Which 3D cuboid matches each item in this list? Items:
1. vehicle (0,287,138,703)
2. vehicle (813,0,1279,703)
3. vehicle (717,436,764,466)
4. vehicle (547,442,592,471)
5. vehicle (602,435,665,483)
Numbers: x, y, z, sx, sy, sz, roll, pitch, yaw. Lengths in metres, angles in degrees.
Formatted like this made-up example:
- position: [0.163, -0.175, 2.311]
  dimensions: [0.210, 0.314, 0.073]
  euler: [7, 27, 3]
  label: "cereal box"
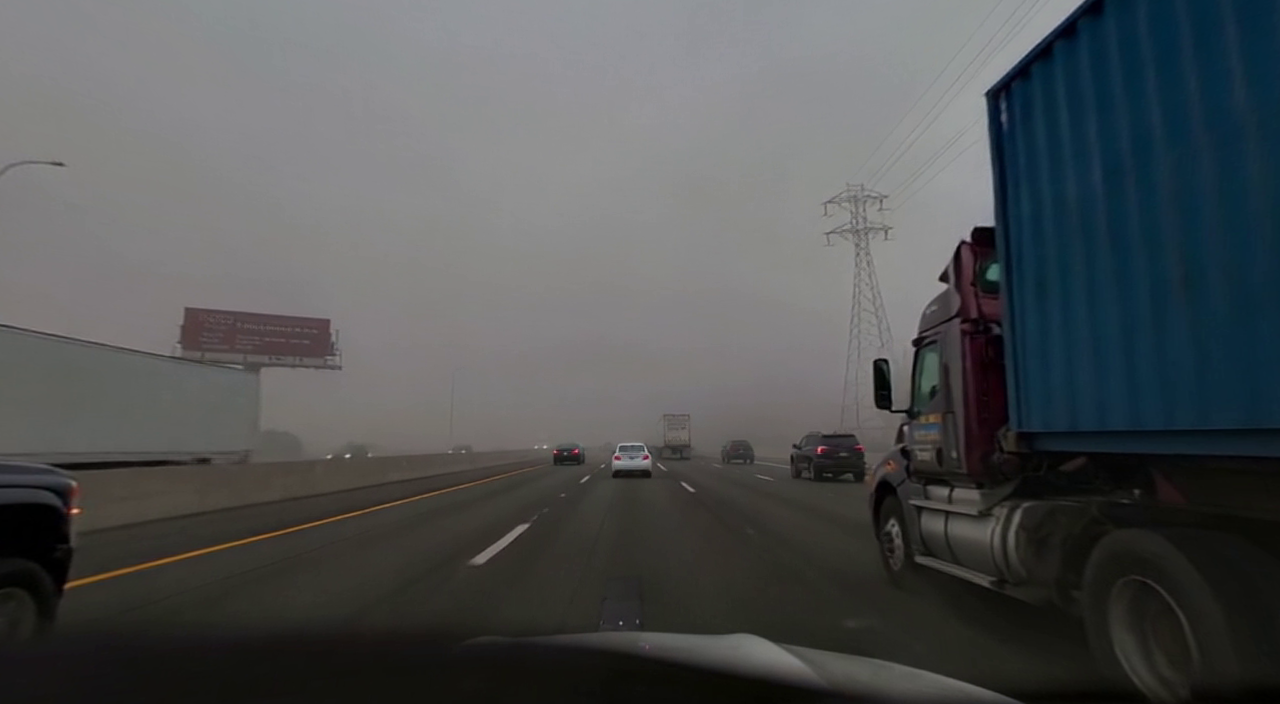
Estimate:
- position: [-4.169, 0.382, 0.628]
  dimensions: [2.323, 2.046, 6.006]
  euler: [0, -9, 1]
  label: "vehicle"
- position: [3.610, -0.212, 3.164]
  dimensions: [3.013, 3.940, 7.933]
  euler: [0, -9, -1]
  label: "vehicle"
- position: [7.001, 6.968, 44.560]
  dimensions: [2.302, 1.973, 5.502]
  euler: [0, -9, -1]
  label: "vehicle"
- position: [-3.889, 5.858, 35.541]
  dimensions: [2.025, 1.498, 4.675]
  euler: [0, -9, 0]
  label: "vehicle"
- position: [-0.223, 4.074, 24.273]
  dimensions: [2.191, 1.685, 4.015]
  euler: [0, -9, 0]
  label: "vehicle"
